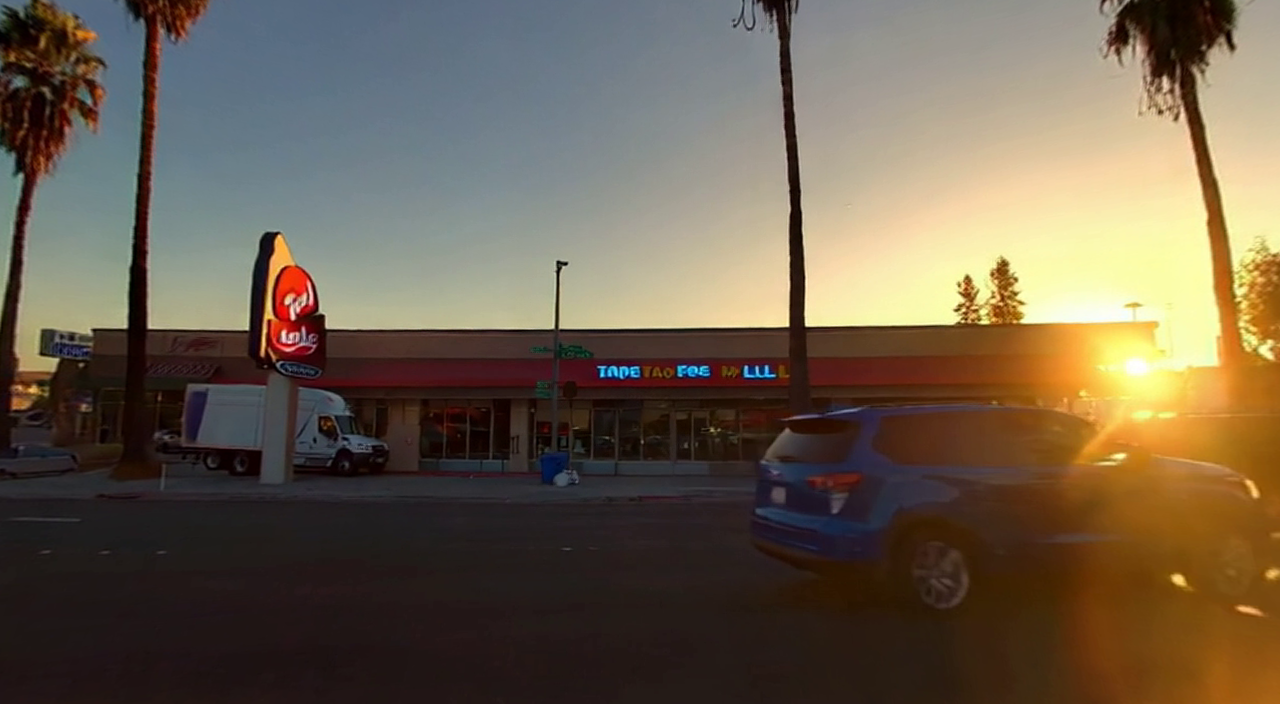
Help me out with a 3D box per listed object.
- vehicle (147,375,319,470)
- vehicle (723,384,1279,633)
[{"bbox_3d":[-18.767,3.459,30.019,3.034,3.929,7.699,0,-8,-1],"label":"vehicle"},{"bbox_3d":[3.194,1.255,5.683,4.493,1.728,2.137,0,-8,-3],"label":"vehicle"}]
